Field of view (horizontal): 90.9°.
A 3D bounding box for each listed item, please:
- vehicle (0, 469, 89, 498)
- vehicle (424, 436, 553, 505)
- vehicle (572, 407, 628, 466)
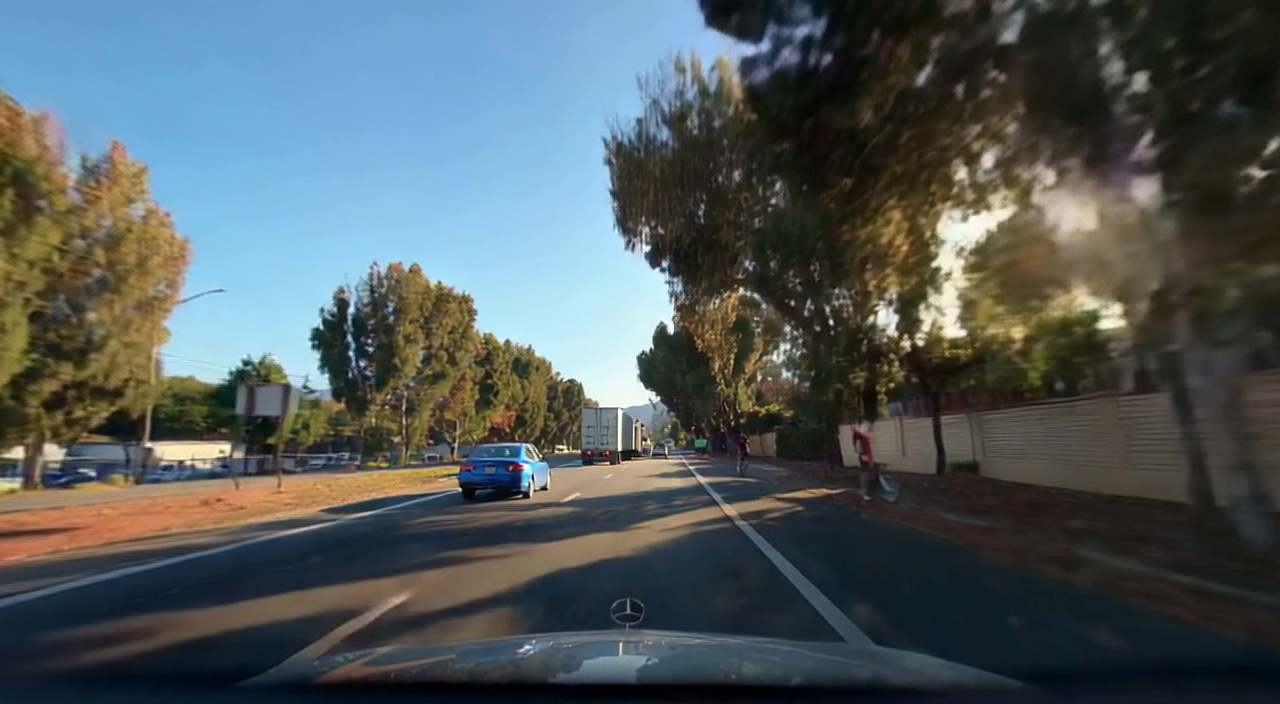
[{"bbox_3d":[-34.099,7.425,35.654,4.356,1.457,1.759,-1,-8,5],"label":"vehicle"},{"bbox_3d":[-3.596,2.892,15.922,2.005,1.462,4.345,-1,-8,3],"label":"vehicle"},{"bbox_3d":[-2.333,5.368,39.650,2.746,3.276,8.572,0,-8,1],"label":"vehicle"}]
